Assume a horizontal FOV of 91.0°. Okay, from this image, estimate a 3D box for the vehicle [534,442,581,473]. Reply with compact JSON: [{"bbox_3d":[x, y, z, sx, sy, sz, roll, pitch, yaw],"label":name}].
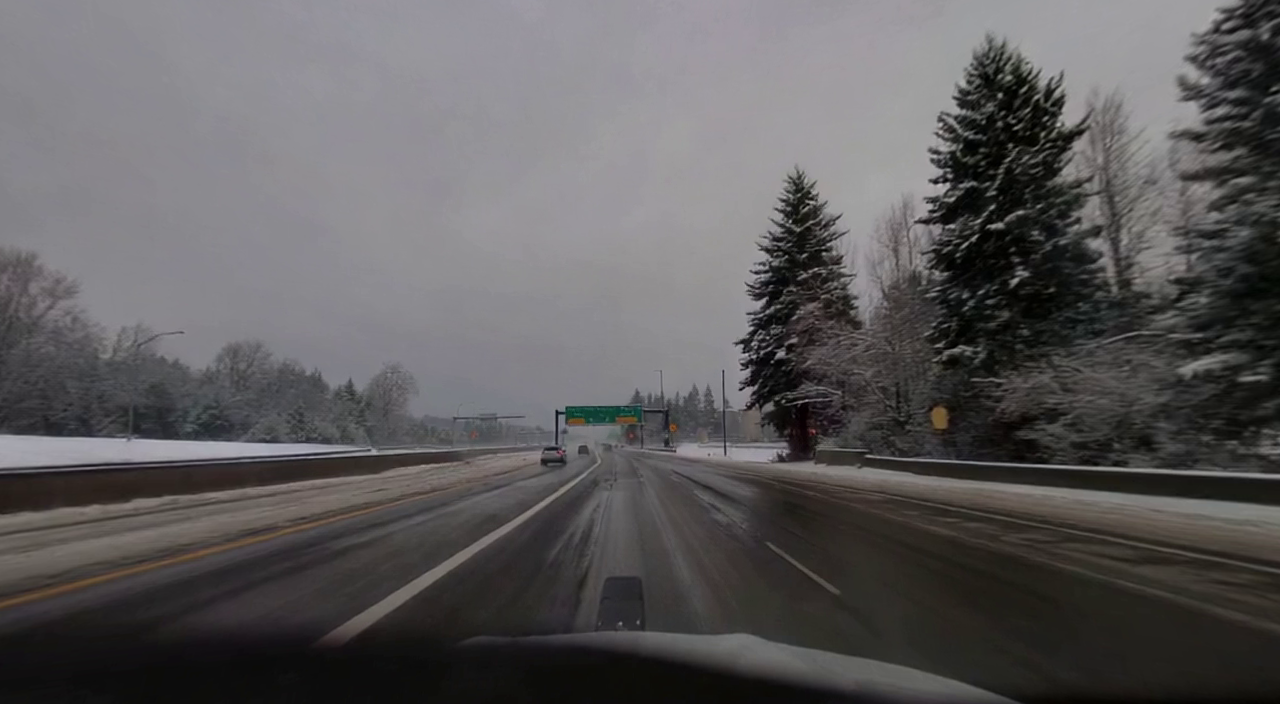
[{"bbox_3d":[-4.446,5.775,34.541,2.012,1.571,4.232,0,-9,0],"label":"vehicle"}]
